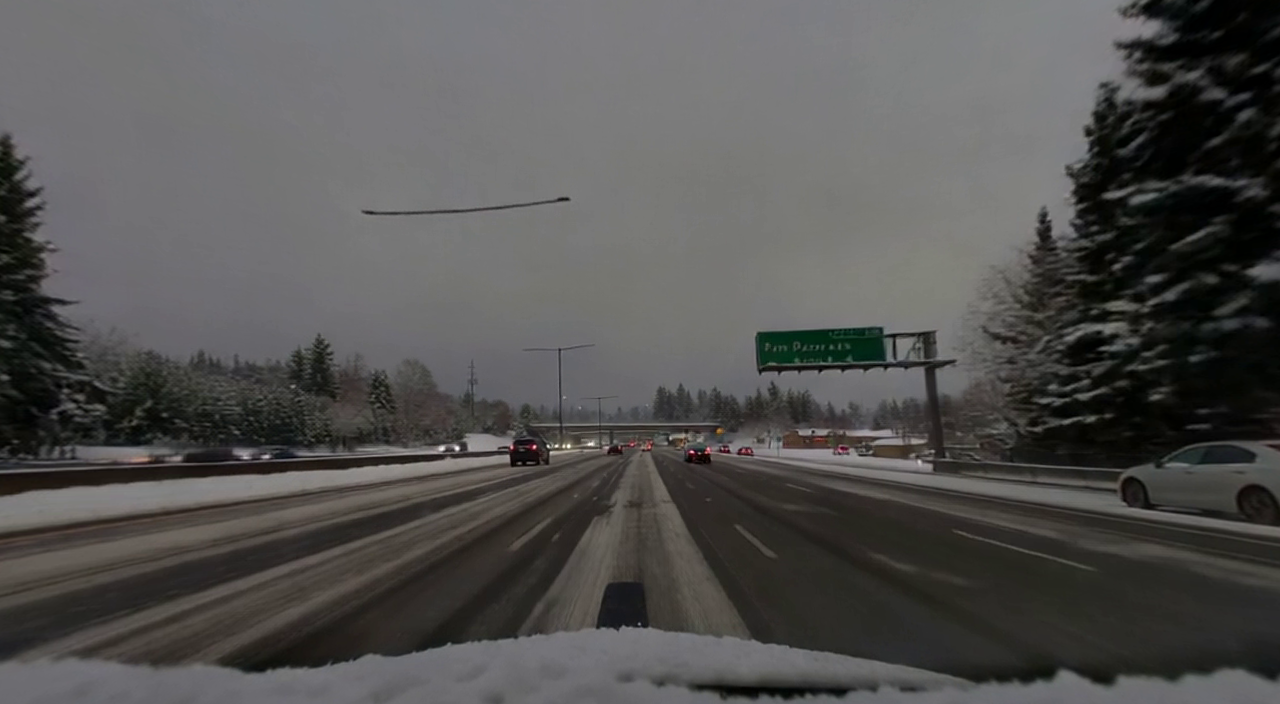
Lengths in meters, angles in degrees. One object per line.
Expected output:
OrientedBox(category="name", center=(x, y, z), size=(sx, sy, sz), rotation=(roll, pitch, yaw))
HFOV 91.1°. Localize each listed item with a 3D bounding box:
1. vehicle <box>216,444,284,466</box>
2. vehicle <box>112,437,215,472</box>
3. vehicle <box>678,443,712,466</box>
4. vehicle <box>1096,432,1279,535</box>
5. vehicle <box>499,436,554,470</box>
OrientedBox(category="vehicle", center=(-28.867, 7.599, 46.697), size=(1.900, 1.530, 4.914), rotation=(0, -8, 0))
OrientedBox(category="vehicle", center=(-21.346, 4.597, 28.292), size=(1.715, 1.425, 3.674), rotation=(0, -8, 0))
OrientedBox(category="vehicle", center=(3.728, 6.988, 42.983), size=(1.950, 1.453, 3.378), rotation=(0, -8, -1))
OrientedBox(category="vehicle", center=(10.196, 2.069, 10.175), size=(1.979, 1.467, 4.839), rotation=(0, -8, 0))
OrientedBox(category="vehicle", center=(-6.262, 5.595, 35.087), size=(2.091, 1.746, 4.437), rotation=(0, -8, 2))
